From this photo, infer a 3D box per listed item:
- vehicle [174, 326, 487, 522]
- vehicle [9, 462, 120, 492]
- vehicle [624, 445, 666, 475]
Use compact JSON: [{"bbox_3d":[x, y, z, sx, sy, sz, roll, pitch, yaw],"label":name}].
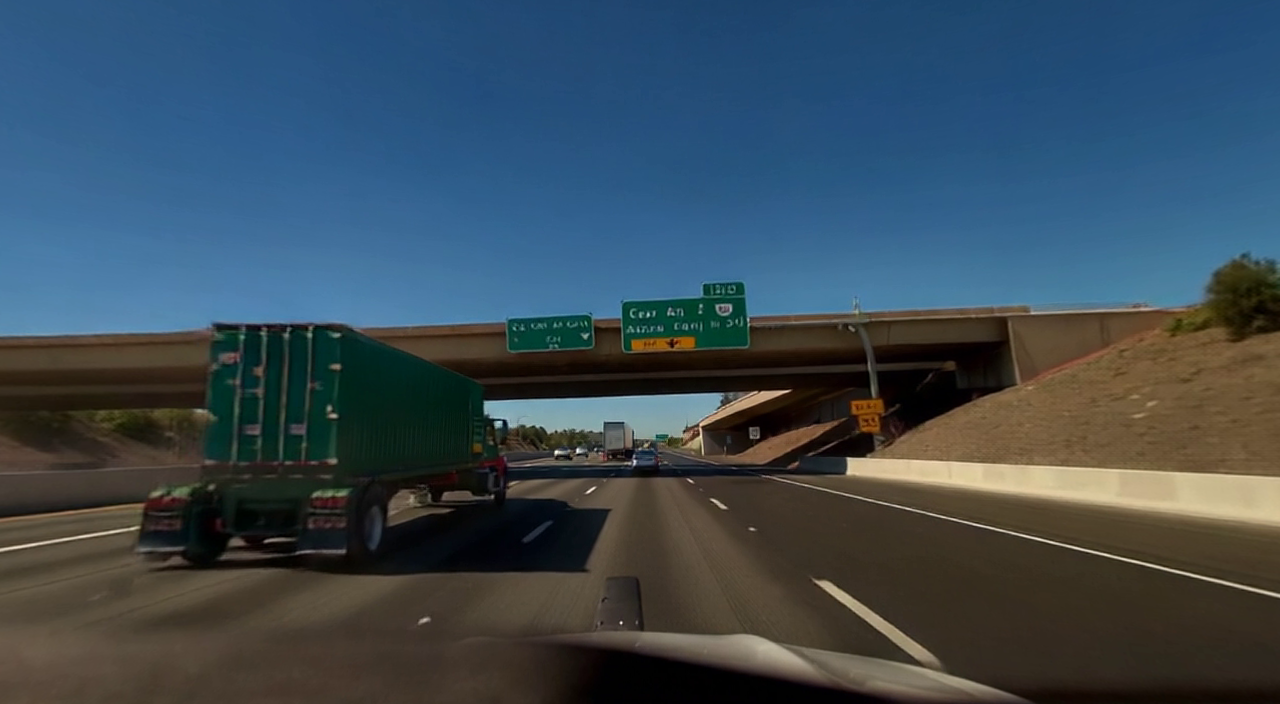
[{"bbox_3d":[-7.325,2.212,17.811,3.067,3.804,11.136,0,-9,1],"label":"vehicle"},{"bbox_3d":[-34.421,7.469,37.879,1.980,1.590,4.757,0,-9,3],"label":"vehicle"},{"bbox_3d":[0.234,5.677,33.231,2.066,1.469,4.050,0,-9,-1],"label":"vehicle"}]
